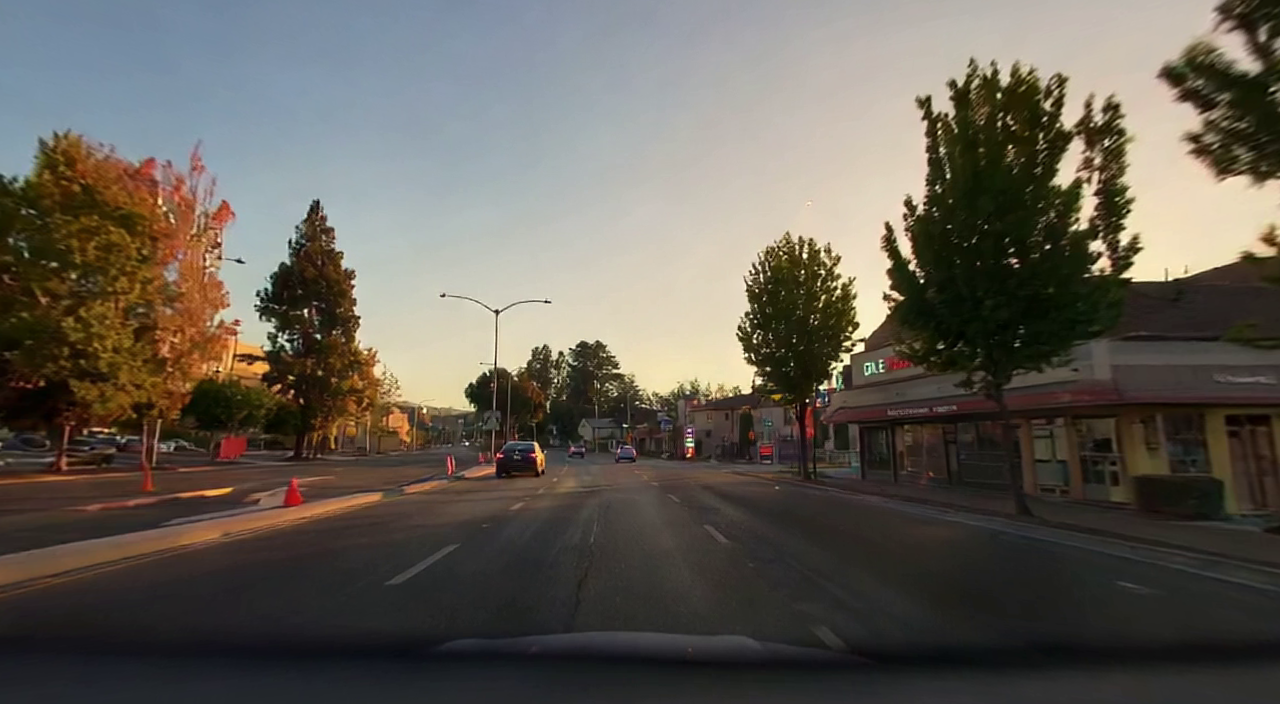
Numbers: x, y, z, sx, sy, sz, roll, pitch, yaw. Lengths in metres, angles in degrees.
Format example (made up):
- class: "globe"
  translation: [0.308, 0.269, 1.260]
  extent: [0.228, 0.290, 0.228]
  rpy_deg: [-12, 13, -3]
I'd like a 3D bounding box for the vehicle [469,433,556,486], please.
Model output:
- class: "vehicle"
  translation: [-4.431, 3.822, 22.717]
  extent: [2.381, 1.721, 4.186]
  rpy_deg: [0, -9, -2]
